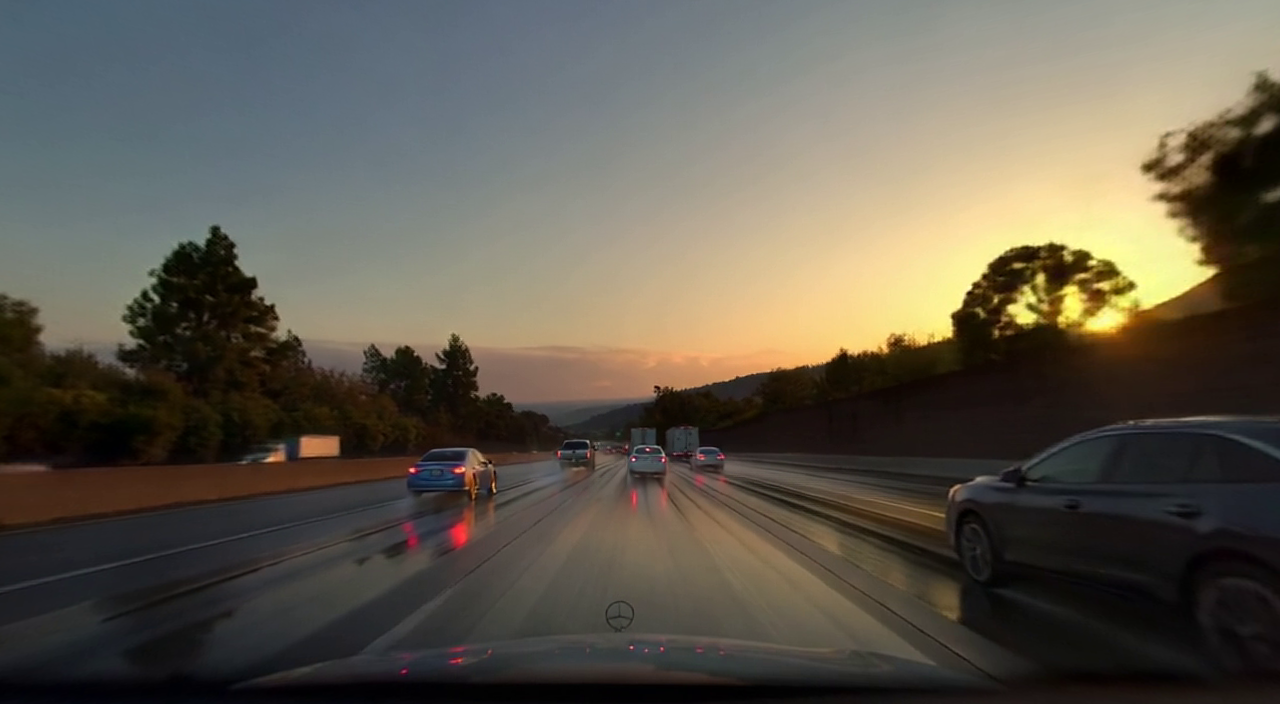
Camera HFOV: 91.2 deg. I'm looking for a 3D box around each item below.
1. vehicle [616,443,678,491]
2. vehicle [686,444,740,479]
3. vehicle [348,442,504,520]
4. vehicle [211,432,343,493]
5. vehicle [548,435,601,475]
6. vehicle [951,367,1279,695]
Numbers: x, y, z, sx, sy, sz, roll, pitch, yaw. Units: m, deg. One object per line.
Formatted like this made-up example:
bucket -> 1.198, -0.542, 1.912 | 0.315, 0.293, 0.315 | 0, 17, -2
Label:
vehicle -> 0.217, 4.035, 22.352 | 2.015, 1.526, 4.286 | 0, -9, 0
vehicle -> 3.379, 5.165, 29.849 | 1.959, 1.503, 4.064 | 0, -9, -2
vehicle -> -4.589, 2.823, 14.280 | 1.967, 1.473, 4.439 | 0, -9, 0
vehicle -> -16.364, 5.001, 28.775 | 2.408, 2.483, 5.904 | 0, -9, 1
vehicle -> -3.413, 5.493, 33.463 | 2.230, 1.973, 4.403 | -1, -9, 2
vehicle -> 4.221, 1.065, 4.220 | 2.018, 1.639, 4.149 | 0, -9, -1
